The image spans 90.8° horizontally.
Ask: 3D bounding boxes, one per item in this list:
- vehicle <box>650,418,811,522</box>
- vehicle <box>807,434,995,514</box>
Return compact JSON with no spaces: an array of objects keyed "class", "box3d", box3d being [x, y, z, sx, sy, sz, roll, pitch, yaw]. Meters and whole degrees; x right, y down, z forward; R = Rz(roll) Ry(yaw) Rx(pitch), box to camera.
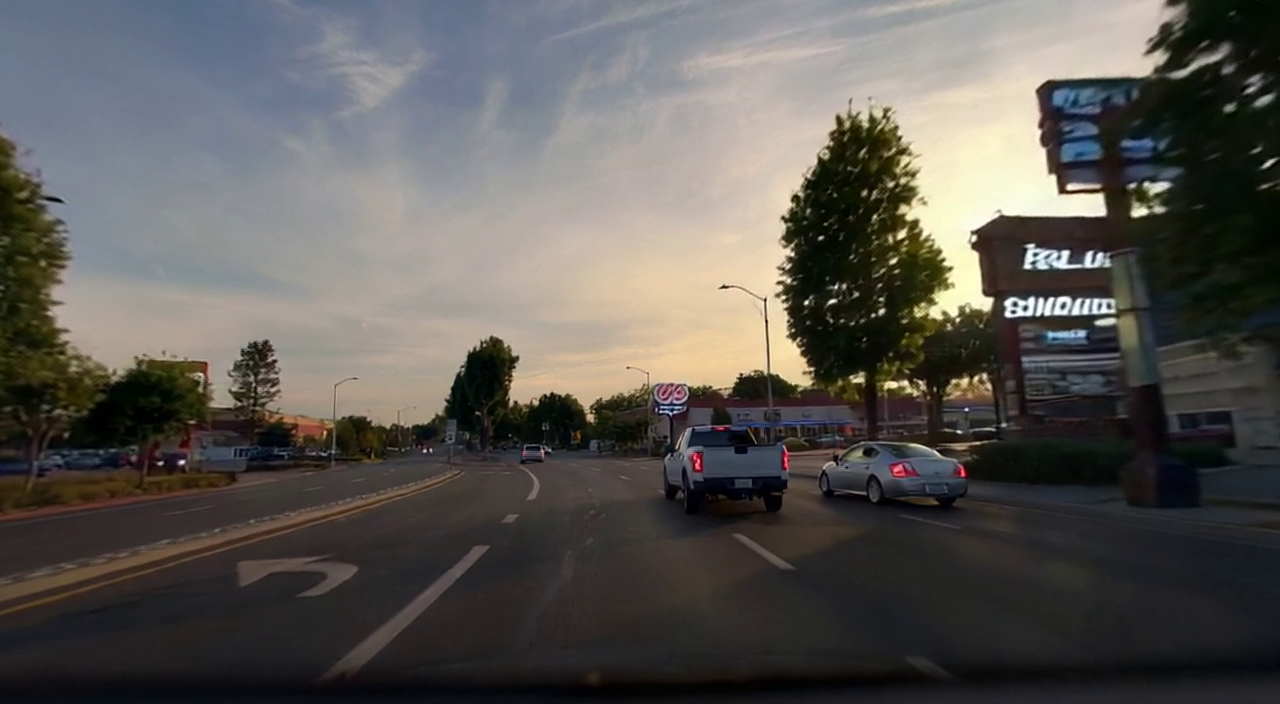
[{"class":"vehicle","box3d":[1.597,2.379,13.336,2.214,1.749,4.998,1,-8,-5]},{"class":"vehicle","box3d":[5.490,2.607,14.041,1.986,1.480,4.296,1,-8,-6]}]
